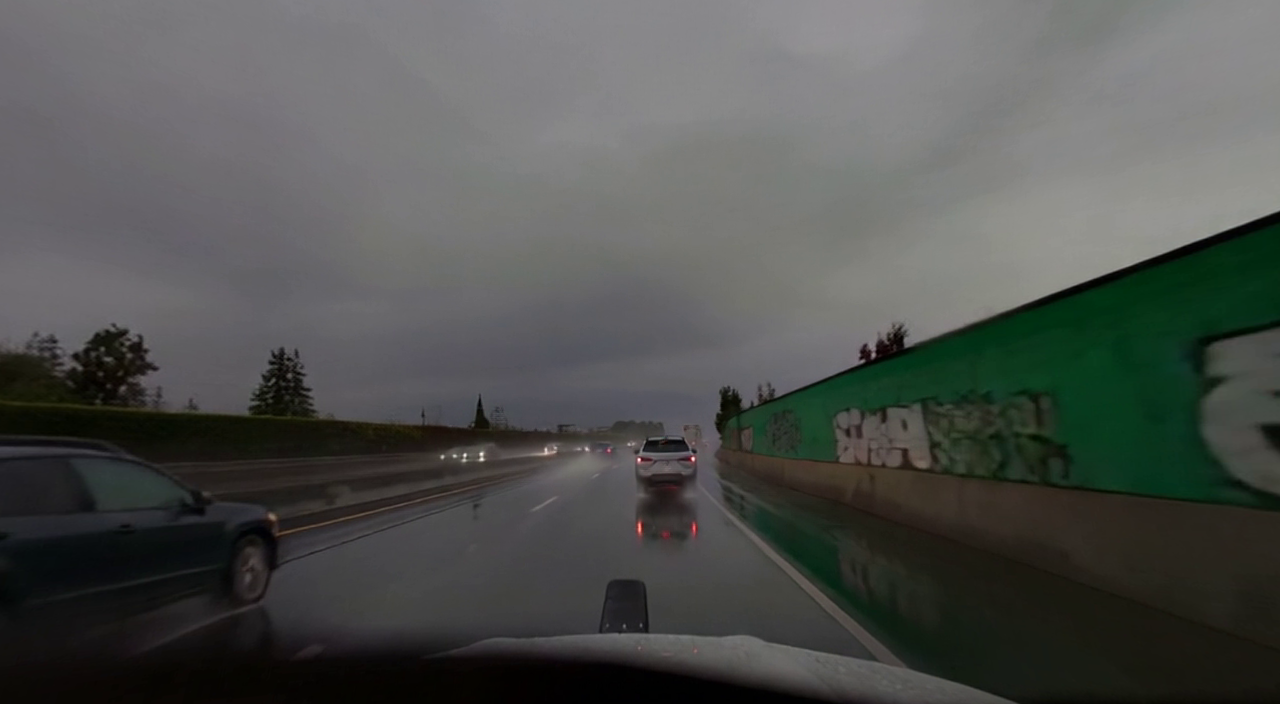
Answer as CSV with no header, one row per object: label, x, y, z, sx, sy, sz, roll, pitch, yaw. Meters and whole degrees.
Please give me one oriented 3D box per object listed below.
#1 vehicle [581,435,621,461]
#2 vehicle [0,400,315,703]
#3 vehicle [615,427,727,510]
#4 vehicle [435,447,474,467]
vehicle,-2.410,6.088,39.918,2.105,1.571,3.727,-1,-8,4
vehicle,-3.923,1.040,3.407,2.059,1.471,4.152,0,-8,1
vehicle,0.587,2.451,13.686,2.077,1.533,3.854,0,-8,0
vehicle,-14.123,8.022,48.077,1.692,1.413,3.747,0,-8,2
